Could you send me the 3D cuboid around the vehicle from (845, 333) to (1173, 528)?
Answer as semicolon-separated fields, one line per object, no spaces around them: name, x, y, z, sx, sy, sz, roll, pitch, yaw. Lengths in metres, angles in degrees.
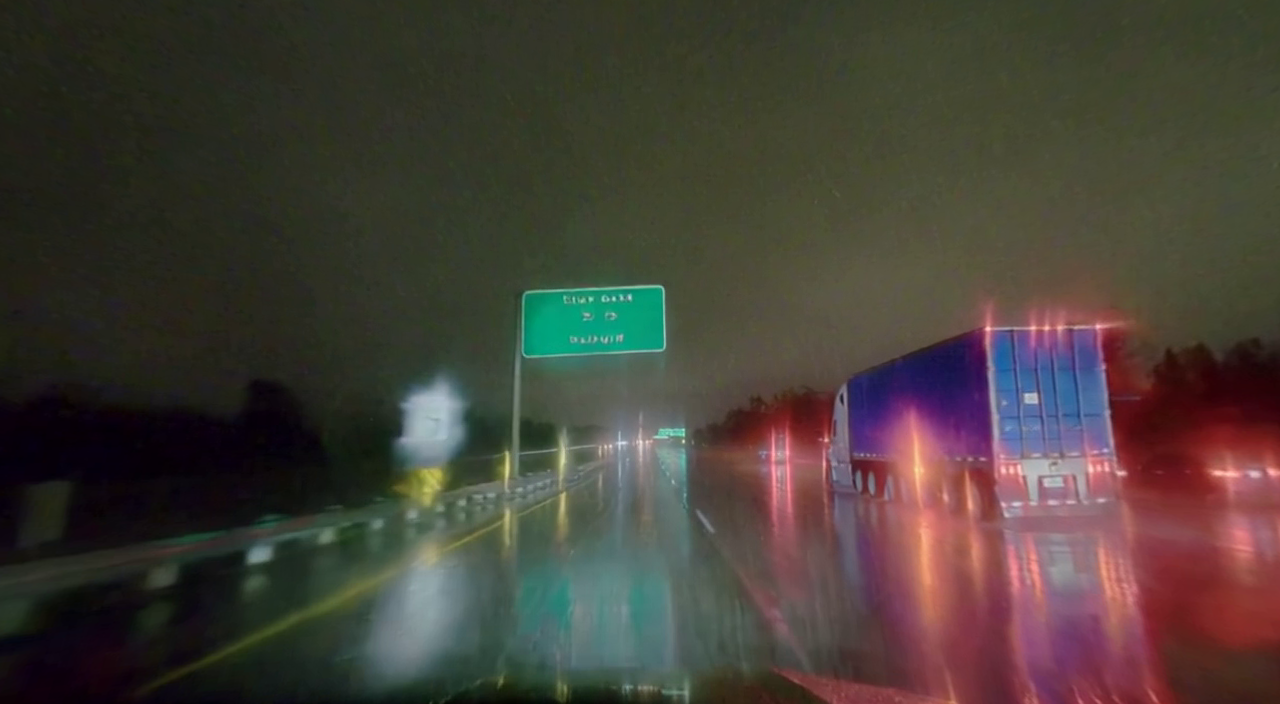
vehicle;7.249;1.839;14.116;2.690;3.197;7.515;0;-9;0

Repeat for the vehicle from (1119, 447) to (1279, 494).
vehicle;19.200;4.050;21.899;1.785;1.437;4.102;0;-9;-1
